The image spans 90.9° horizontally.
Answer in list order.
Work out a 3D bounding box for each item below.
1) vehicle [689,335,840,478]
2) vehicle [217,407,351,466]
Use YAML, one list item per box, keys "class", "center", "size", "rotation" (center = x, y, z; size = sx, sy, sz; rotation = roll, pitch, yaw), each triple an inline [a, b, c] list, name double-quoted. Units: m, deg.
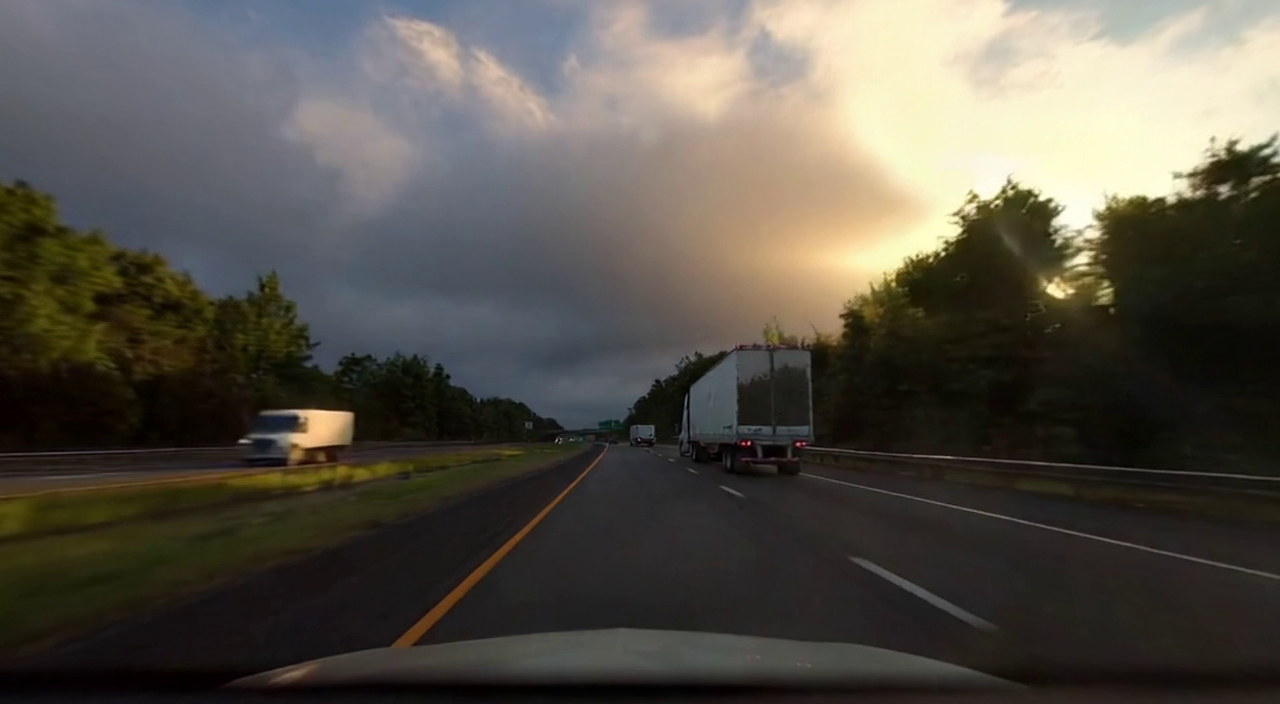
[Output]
- class: "vehicle"
  center: [3.995, 2.370, 24.197]
  size: [2.974, 4.003, 12.849]
  rotation: [1, -8, -1]
- class: "vehicle"
  center: [-12.924, 3.135, 23.388]
  size: [2.082, 1.934, 5.144]
  rotation: [0, -8, -1]
